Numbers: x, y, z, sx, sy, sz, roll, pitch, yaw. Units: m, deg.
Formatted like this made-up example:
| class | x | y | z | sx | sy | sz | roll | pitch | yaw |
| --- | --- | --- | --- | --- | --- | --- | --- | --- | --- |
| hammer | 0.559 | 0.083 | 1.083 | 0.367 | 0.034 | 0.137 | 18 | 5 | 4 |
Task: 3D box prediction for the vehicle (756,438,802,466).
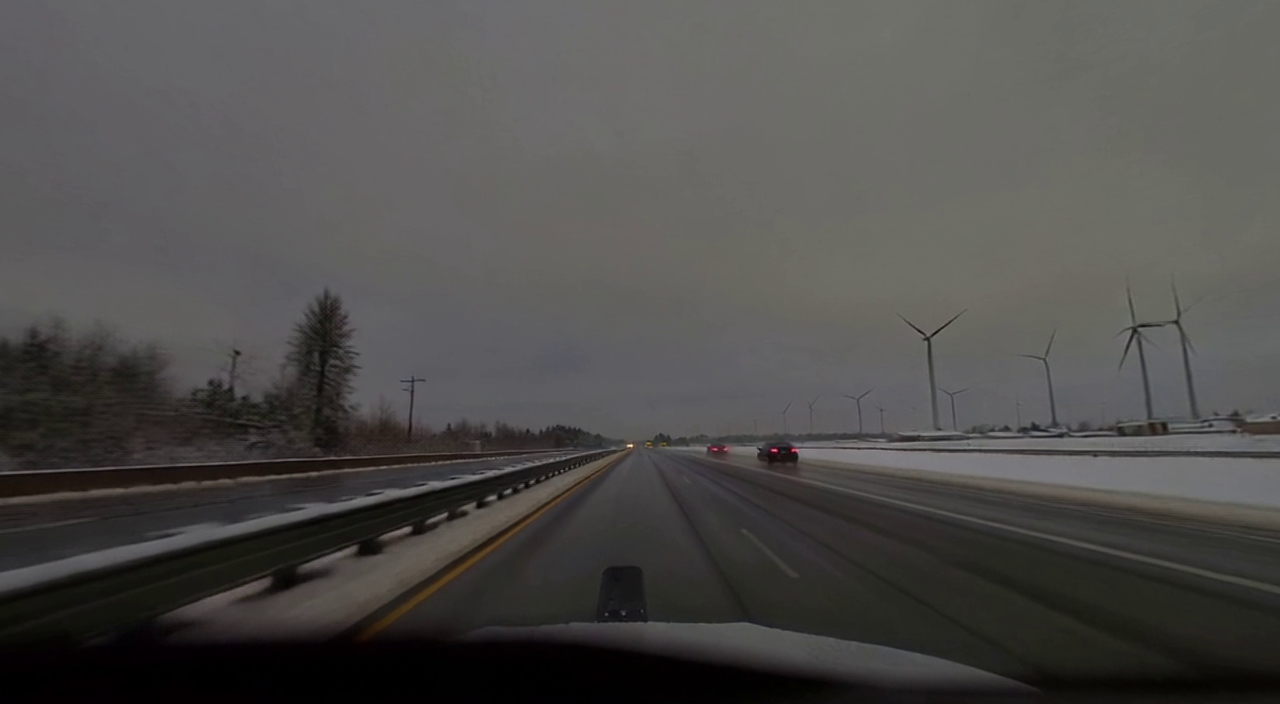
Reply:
| class | x | y | z | sx | sy | sz | roll | pitch | yaw |
| --- | --- | --- | --- | --- | --- | --- | --- | --- | --- |
| vehicle | 9.013 | 6.531 | 41.106 | 1.897 | 1.669 | 4.825 | 0 | -9 | 0 |
